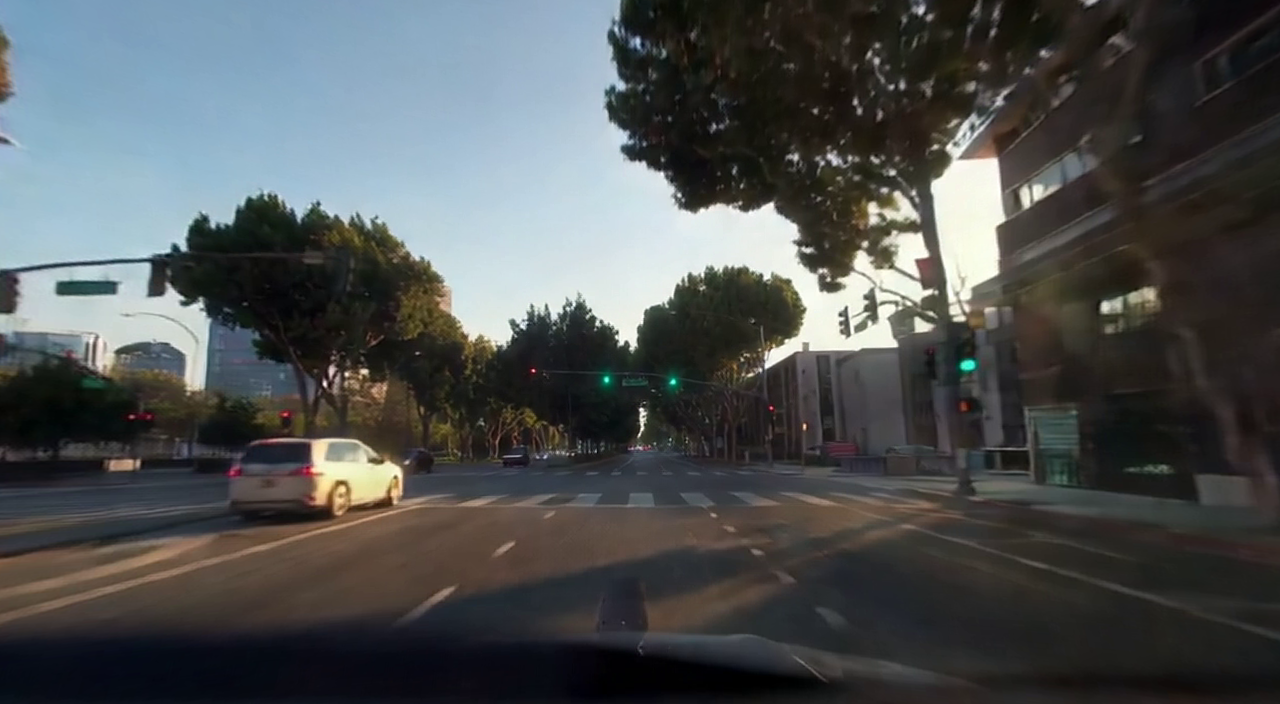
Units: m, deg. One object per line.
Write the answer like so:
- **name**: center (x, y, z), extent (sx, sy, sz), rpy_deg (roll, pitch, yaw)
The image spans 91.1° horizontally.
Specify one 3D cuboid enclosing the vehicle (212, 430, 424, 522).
- **vehicle**: center (-6.471, 2.536, 13.457), extent (1.876, 1.570, 4.980), rpy_deg (0, -9, 0)
